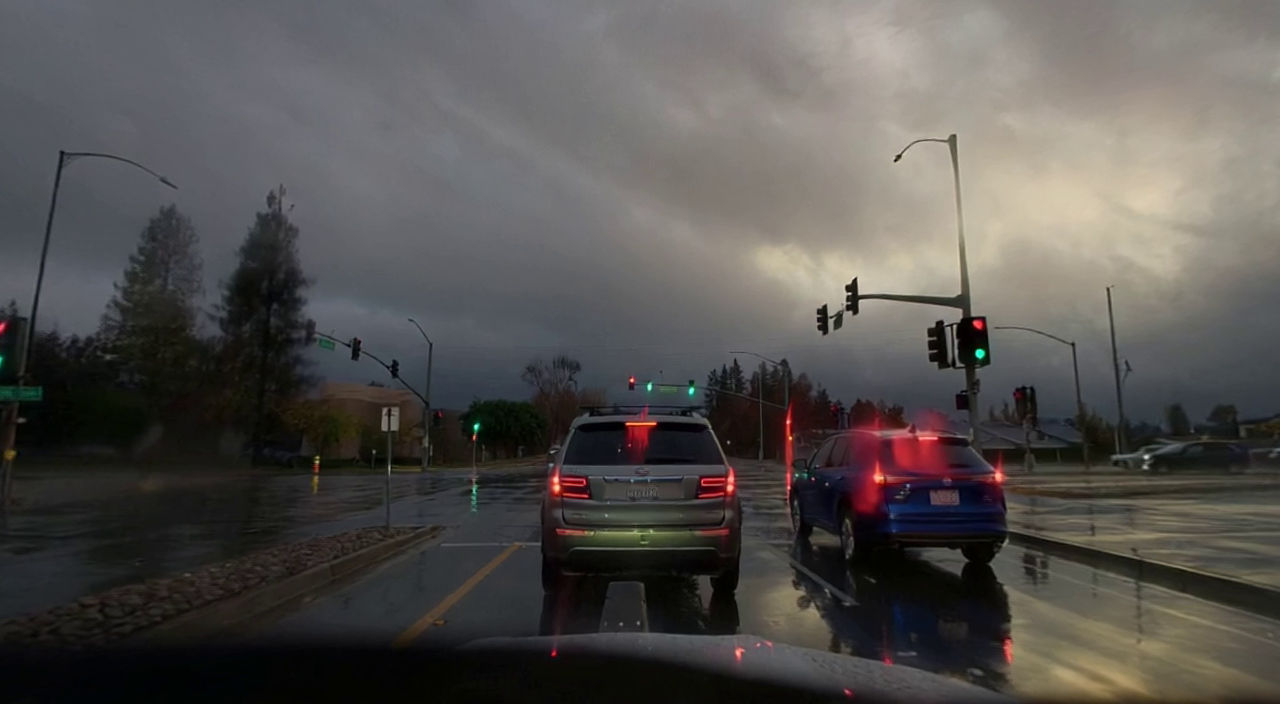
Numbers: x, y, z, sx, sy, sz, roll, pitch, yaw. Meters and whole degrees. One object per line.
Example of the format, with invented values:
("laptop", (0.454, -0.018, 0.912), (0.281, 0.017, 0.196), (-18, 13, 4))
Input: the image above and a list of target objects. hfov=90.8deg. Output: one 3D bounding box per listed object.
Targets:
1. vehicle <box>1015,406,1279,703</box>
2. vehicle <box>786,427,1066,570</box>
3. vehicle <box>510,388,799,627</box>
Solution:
("vehicle", (3.158, 0.818, 1.434), (1.924, 1.466, 4.461), (0, -8, 1))
("vehicle", (3.526, 1.861, 8.858), (1.861, 1.495, 4.215), (0, -8, -1))
("vehicle", (0.104, 1.500, 7.072), (2.170, 1.793, 4.468), (0, -8, 0))
